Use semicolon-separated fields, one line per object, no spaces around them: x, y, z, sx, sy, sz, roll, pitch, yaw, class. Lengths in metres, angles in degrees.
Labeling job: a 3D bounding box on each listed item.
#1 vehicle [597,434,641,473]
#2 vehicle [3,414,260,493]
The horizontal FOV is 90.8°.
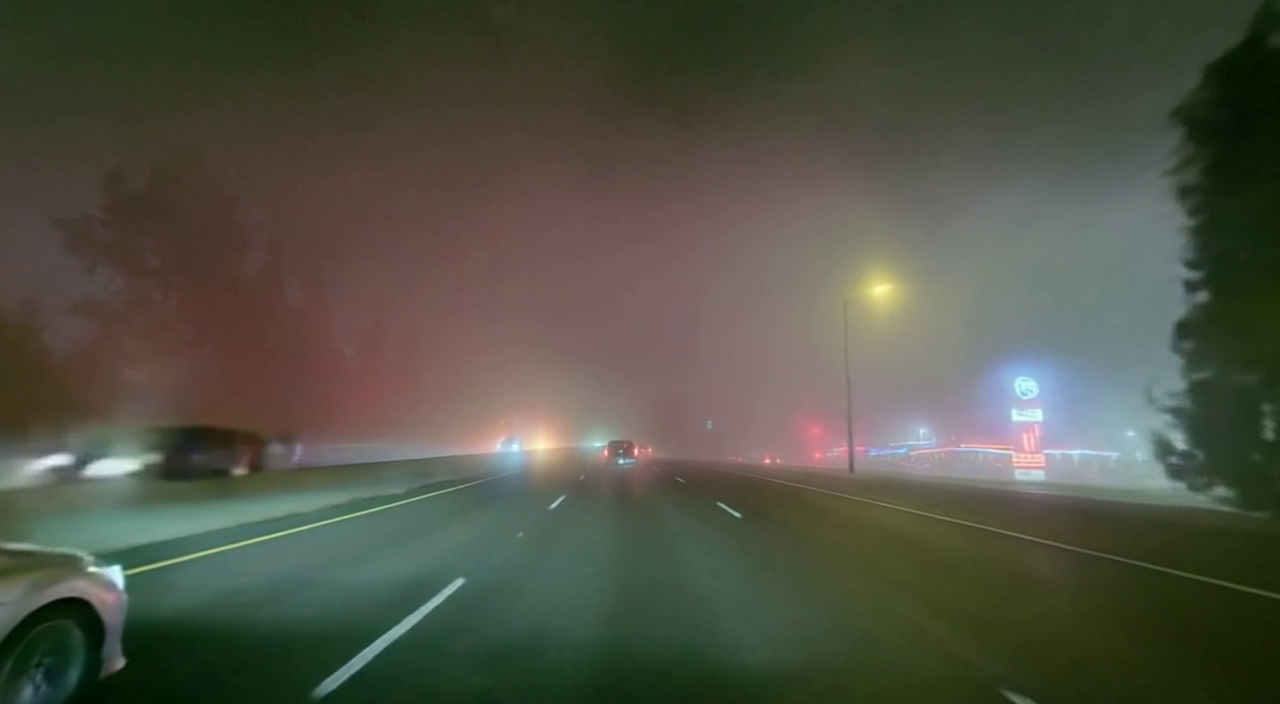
-1.152;5.279;33.050;2.155;1.856;4.796;1;-9;-3;vehicle
-11.285;2.331;14.637;2.073;1.508;4.703;0;-9;-1;vehicle
